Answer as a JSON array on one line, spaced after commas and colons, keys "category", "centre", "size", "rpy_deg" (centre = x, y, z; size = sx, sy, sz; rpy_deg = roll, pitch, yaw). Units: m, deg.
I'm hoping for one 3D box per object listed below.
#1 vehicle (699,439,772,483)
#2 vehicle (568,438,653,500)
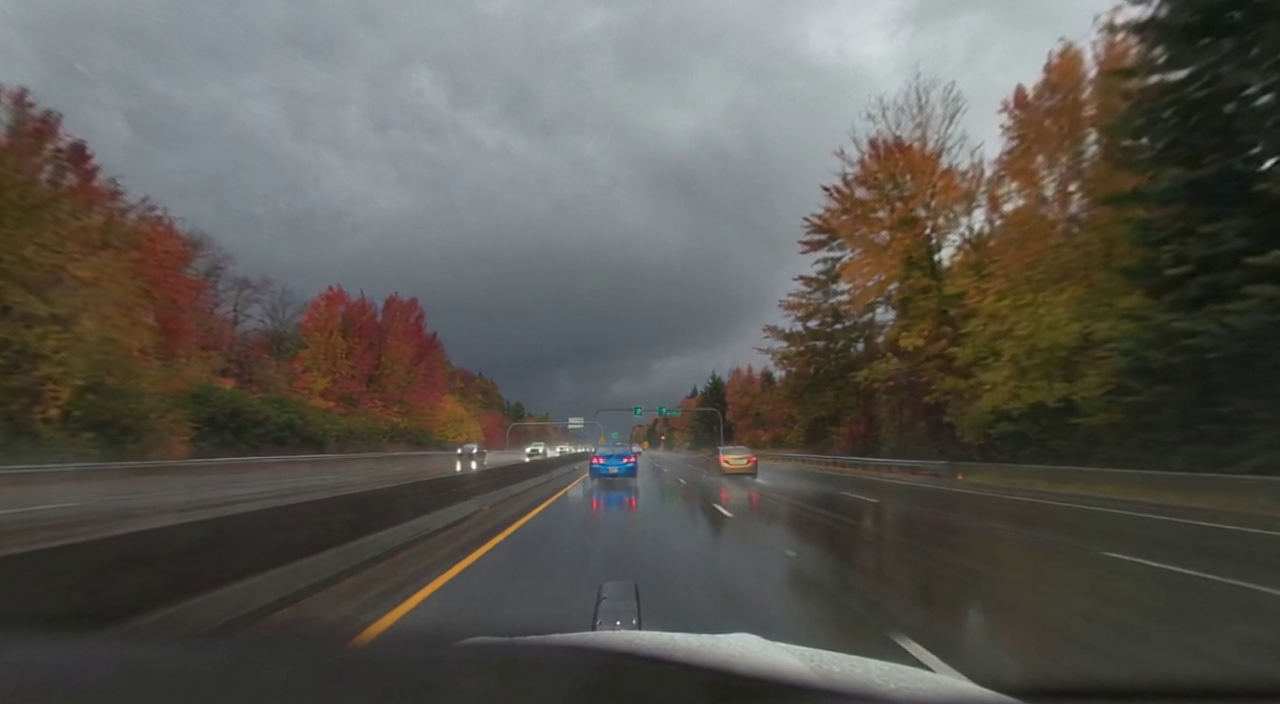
[{"category": "vehicle", "centre": [3.725, 4.387, 25.377], "size": [2.300, 1.595, 4.144], "rpy_deg": [-1, -9, 0]}, {"category": "vehicle", "centre": [-0.777, 3.308, 18.121], "size": [2.128, 1.516, 4.410], "rpy_deg": [0, -9, -1]}]
